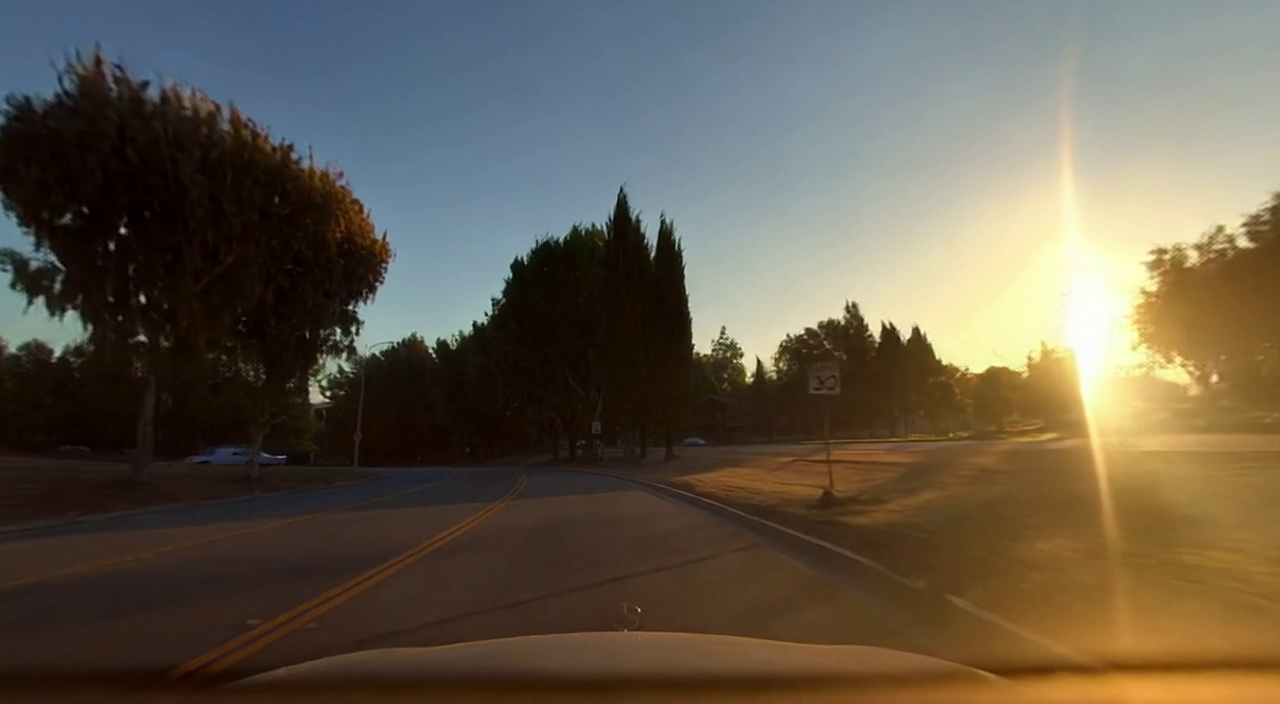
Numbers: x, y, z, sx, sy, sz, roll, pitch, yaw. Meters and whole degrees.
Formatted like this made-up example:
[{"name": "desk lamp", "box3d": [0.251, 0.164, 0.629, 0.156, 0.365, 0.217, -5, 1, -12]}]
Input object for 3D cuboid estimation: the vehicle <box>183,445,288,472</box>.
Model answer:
[{"name": "vehicle", "box3d": [-28.145, 7.473, 44.236, 5.613, 1.775, 2.357, 3, -9, -14]}]
